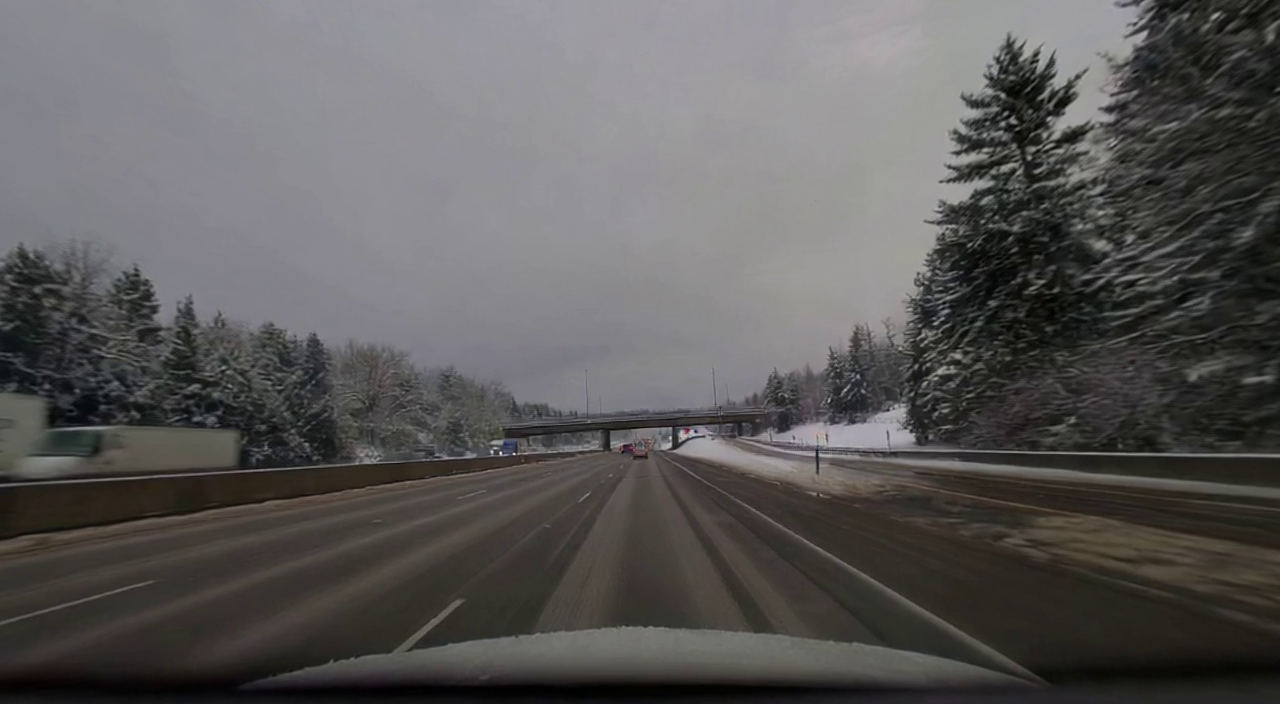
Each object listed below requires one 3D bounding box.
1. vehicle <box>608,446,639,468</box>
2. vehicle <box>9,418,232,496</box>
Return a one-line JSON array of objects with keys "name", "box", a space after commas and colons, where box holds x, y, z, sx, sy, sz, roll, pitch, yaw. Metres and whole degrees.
[{"name": "vehicle", "box": [-1.185, 7.728, 46.404, 2.041, 1.528, 4.353, -1, -9, 2]}, {"name": "vehicle", "box": [-20.217, 4.165, 25.297, 2.870, 2.654, 6.958, 0, -9, 1]}]
